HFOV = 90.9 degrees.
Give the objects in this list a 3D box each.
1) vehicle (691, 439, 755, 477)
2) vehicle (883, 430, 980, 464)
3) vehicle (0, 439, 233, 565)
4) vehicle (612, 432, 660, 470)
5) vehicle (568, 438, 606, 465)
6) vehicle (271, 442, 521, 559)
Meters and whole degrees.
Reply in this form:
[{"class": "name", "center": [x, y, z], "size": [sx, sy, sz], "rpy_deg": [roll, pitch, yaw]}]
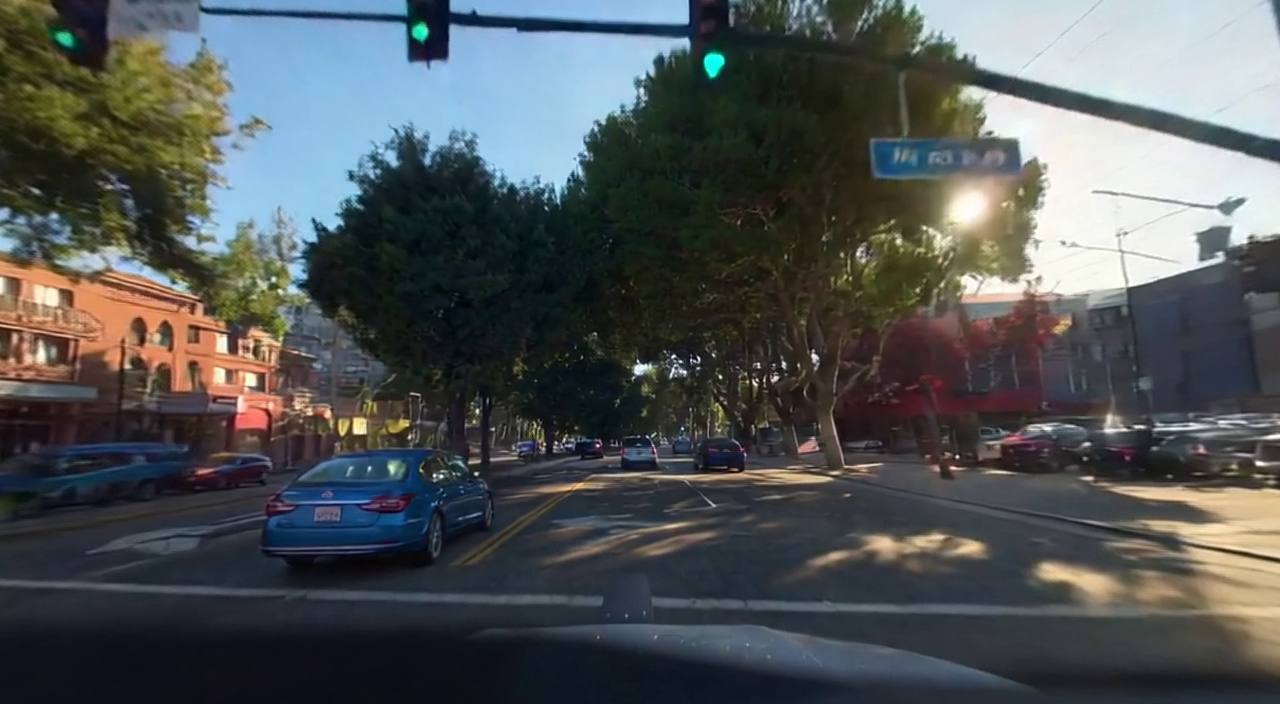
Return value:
[{"class": "vehicle", "center": [3.405, 4.444, 26.632], "size": [2.058, 1.472, 4.317], "rpy_deg": [0, -8, -1]}, {"class": "vehicle", "center": [15.845, 5.202, 34.430], "size": [4.255, 1.520, 1.900], "rpy_deg": [-4, -8, 1]}, {"class": "vehicle", "center": [-9.033, 2.250, 10.012], "size": [2.059, 1.559, 4.709], "rpy_deg": [-4, -8, 0]}, {"class": "vehicle", "center": [-0.171, 5.276, 33.761], "size": [2.361, 1.898, 4.465], "rpy_deg": [0, -8, 1]}, {"class": "vehicle", "center": [-3.440, 6.575, 41.703], "size": [2.130, 1.645, 3.995], "rpy_deg": [0, -8, 1]}, {"class": "vehicle", "center": [-3.299, 2.070, 9.550], "size": [2.115, 1.369, 3.908], "rpy_deg": [0, -8, 2]}]
